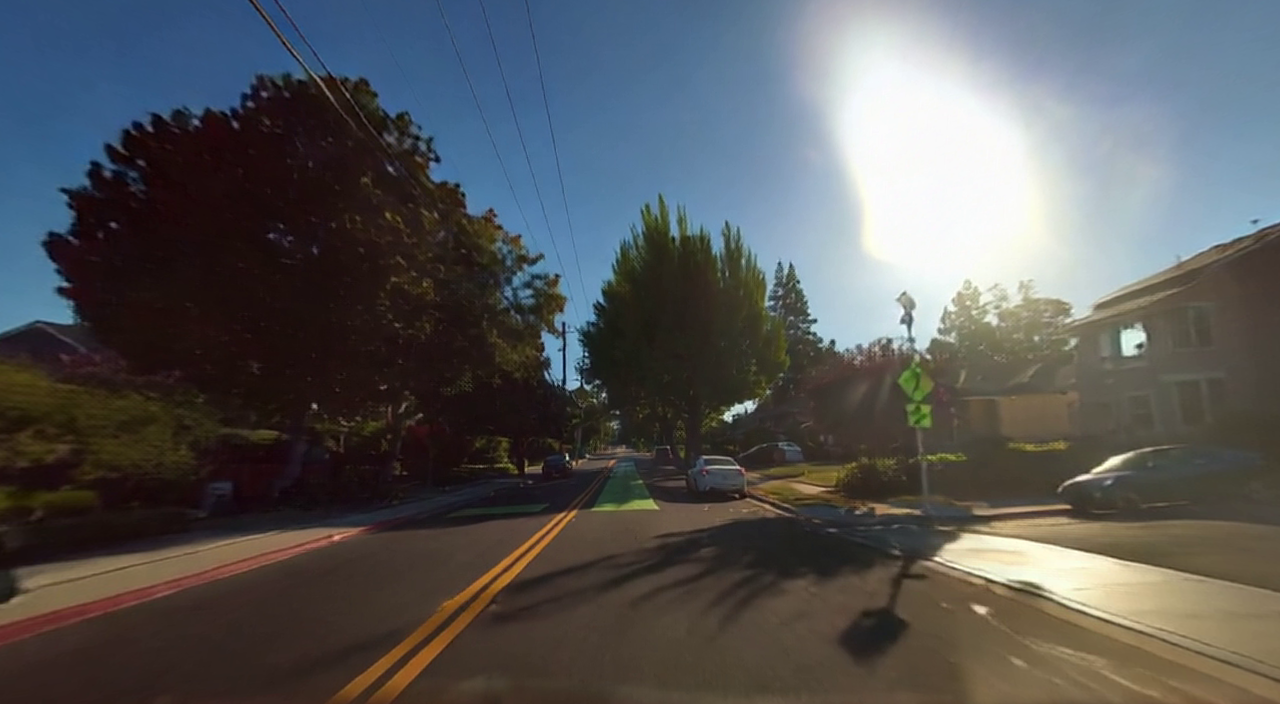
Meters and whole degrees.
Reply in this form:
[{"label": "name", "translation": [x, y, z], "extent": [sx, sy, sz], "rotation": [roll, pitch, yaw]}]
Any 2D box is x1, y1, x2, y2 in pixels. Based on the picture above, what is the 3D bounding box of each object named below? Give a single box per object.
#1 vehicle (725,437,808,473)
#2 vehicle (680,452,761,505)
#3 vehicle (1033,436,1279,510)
[{"label": "vehicle", "translation": [8.470, 6.910, 42.552], "extent": [4.922, 1.846, 1.941], "rotation": [-6, -8, -6]}, {"label": "vehicle", "translation": [2.666, 4.332, 22.288], "extent": [1.989, 1.545, 5.423], "rotation": [0, -8, -2]}, {"label": "vehicle", "translation": [11.856, 2.716, 14.108], "extent": [4.809, 1.494, 1.940], "rotation": [0, -13, -2]}]
